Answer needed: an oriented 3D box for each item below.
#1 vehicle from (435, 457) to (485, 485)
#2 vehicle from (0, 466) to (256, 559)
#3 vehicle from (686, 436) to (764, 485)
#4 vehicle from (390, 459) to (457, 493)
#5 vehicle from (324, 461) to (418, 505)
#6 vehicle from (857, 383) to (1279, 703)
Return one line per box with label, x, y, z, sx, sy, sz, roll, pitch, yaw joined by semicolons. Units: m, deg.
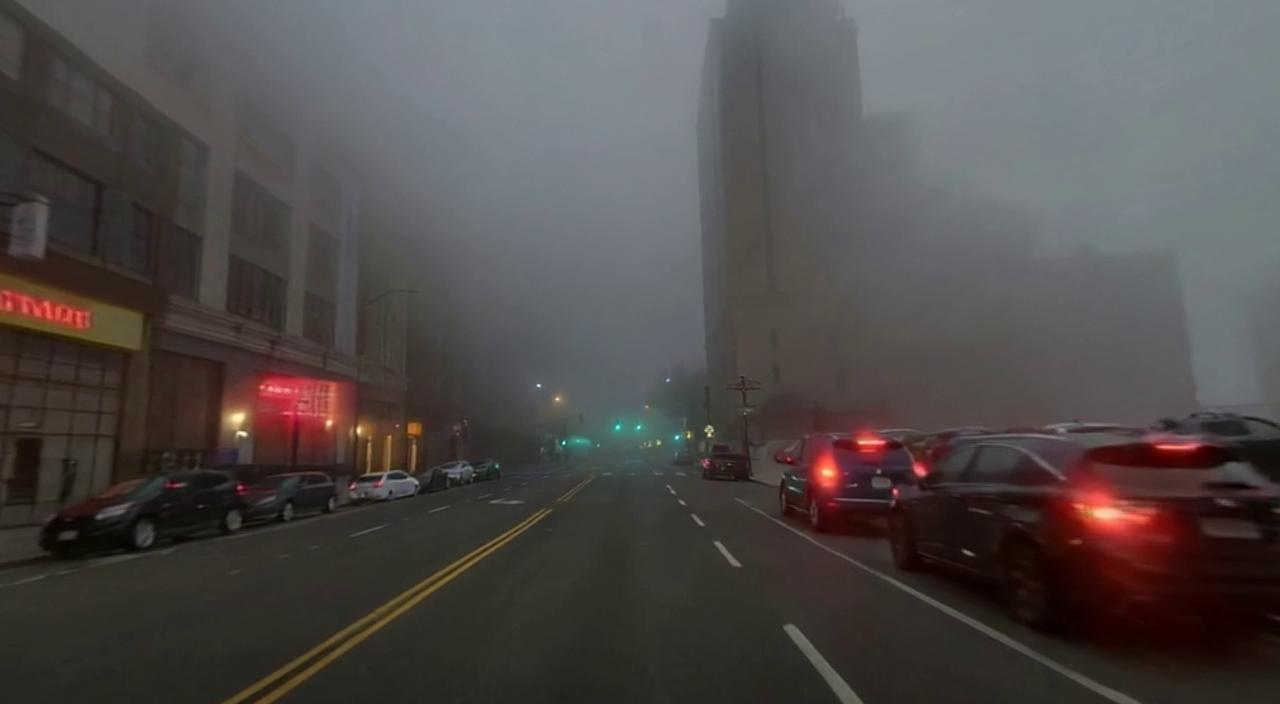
vehicle;-10.797;7.159;38.174;1.748;1.478;4.413;0;-8;0
vehicle;-10.882;3.381;13.990;2.018;1.553;4.407;0;-8;-1
vehicle;3.598;4.738;27.975;2.492;1.909;5.830;0;-8;-1
vehicle;-10.816;6.218;31.914;1.803;1.489;4.404;-1;-8;1
vehicle;-10.863;5.295;25.916;1.861;1.473;4.633;0;-8;-1
vehicle;3.854;1.421;5.800;2.118;1.779;5.121;-1;-9;3
